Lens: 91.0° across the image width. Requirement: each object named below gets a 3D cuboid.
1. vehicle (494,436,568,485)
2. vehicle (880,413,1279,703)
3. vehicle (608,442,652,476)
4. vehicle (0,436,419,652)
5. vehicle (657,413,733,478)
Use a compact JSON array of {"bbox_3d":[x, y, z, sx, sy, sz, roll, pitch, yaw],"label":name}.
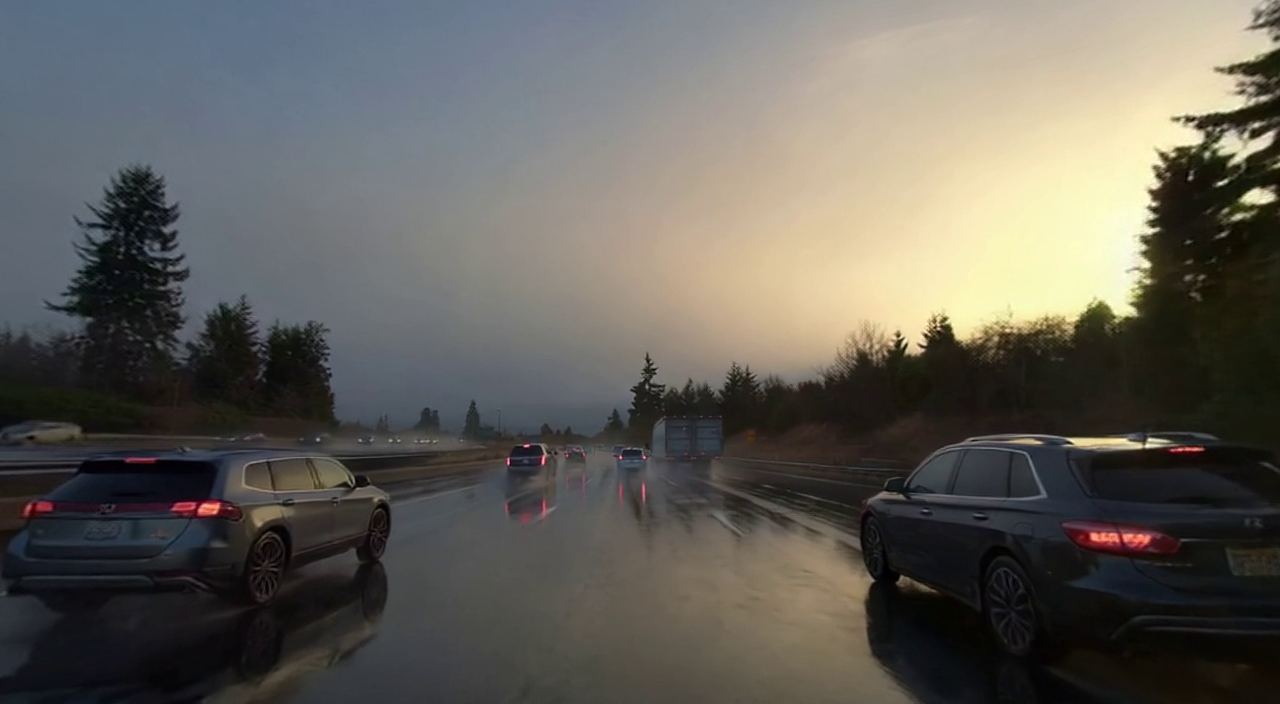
[{"bbox_3d":[-4.307,4.407,25.788,2.176,1.783,4.799,0,-9,0],"label":"vehicle"},{"bbox_3d":[3.124,1.154,3.288,2.031,1.504,4.327,0,-9,0],"label":"vehicle"},{"bbox_3d":[-0.553,5.755,34.111,2.235,1.682,4.094,0,-9,-1],"label":"vehicle"},{"bbox_3d":[-4.072,1.629,6.465,1.947,1.424,4.264,0,-9,2],"label":"vehicle"},{"bbox_3d":[2.989,5.715,38.358,3.426,3.279,12.313,0,-9,0],"label":"vehicle"}]
